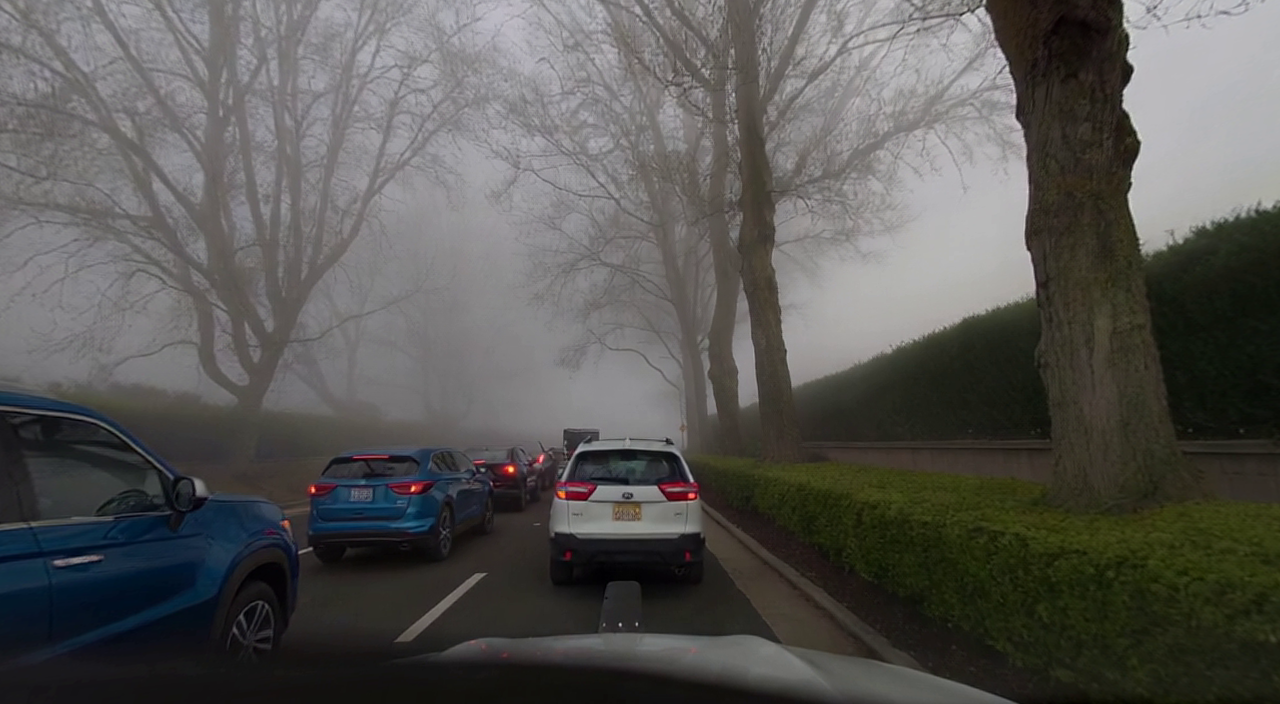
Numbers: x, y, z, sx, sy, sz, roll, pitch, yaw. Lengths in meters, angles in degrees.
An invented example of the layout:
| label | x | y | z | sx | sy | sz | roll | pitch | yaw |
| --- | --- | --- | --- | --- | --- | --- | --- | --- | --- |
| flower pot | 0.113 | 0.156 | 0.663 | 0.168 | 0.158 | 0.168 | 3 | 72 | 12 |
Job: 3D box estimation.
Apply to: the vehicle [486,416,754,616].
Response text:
| label | x | y | z | sx | sy | sz | roll | pitch | yaw |
| --- | --- | --- | --- | --- | --- | --- | --- | --- | --- |
| vehicle | -0.194 | 1.637 | 7.130 | 2.154 | 1.581 | 4.007 | 0 | -9 | -1 |

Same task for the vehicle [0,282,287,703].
| label | x | y | z | sx | sy | sz | roll | pitch | yaw |
| --- | --- | --- | --- | --- | --- | --- | --- | --- | --- |
| vehicle | -3.283 | 0.678 | 1.266 | 2.205 | 1.913 | 5.327 | -6 | -8 | -2 |

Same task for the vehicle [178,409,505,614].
| label | x | y | z | sx | sy | sz | roll | pitch | yaw |
| --- | --- | --- | --- | --- | --- | --- | --- | --- | --- |
| vehicle | -3.414 | 1.860 | 8.315 | 2.256 | 1.728 | 4.421 | -6 | -8 | -2 |
